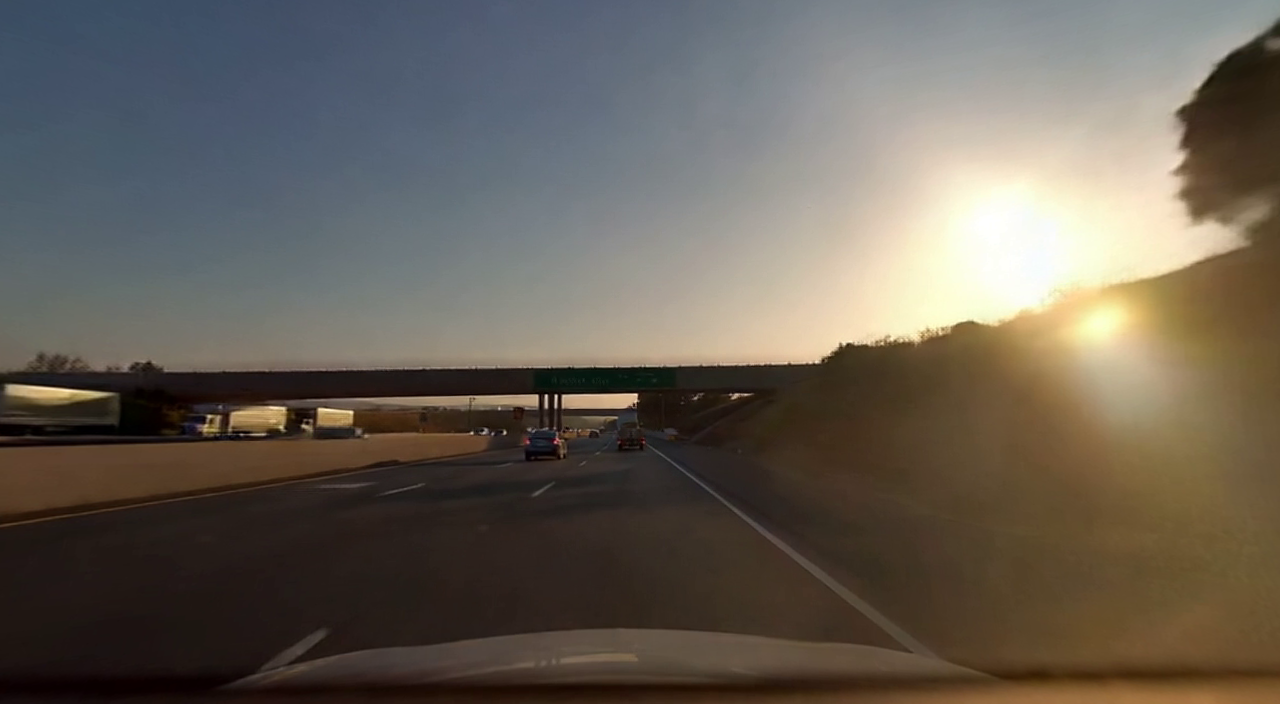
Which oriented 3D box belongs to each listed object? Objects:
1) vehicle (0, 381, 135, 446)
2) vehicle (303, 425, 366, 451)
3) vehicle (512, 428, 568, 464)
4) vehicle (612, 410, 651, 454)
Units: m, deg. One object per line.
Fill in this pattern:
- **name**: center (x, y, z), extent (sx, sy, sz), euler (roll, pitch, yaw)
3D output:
- **vehicle**: center (-41.738, 4.339, 43.059), extent (2.900, 4.061, 14.421), euler (1, -8, -3)
- **vehicle**: center (-19.134, 5.418, 39.619), extent (1.823, 1.492, 4.154), euler (0, -8, 1)
- **vehicle**: center (-4.555, 4.345, 29.189), extent (1.932, 1.544, 3.864), euler (0, -8, 0)
- **vehicle**: center (-0.615, 5.423, 42.333), extent (2.418, 2.704, 6.445), euler (0, -8, -2)
